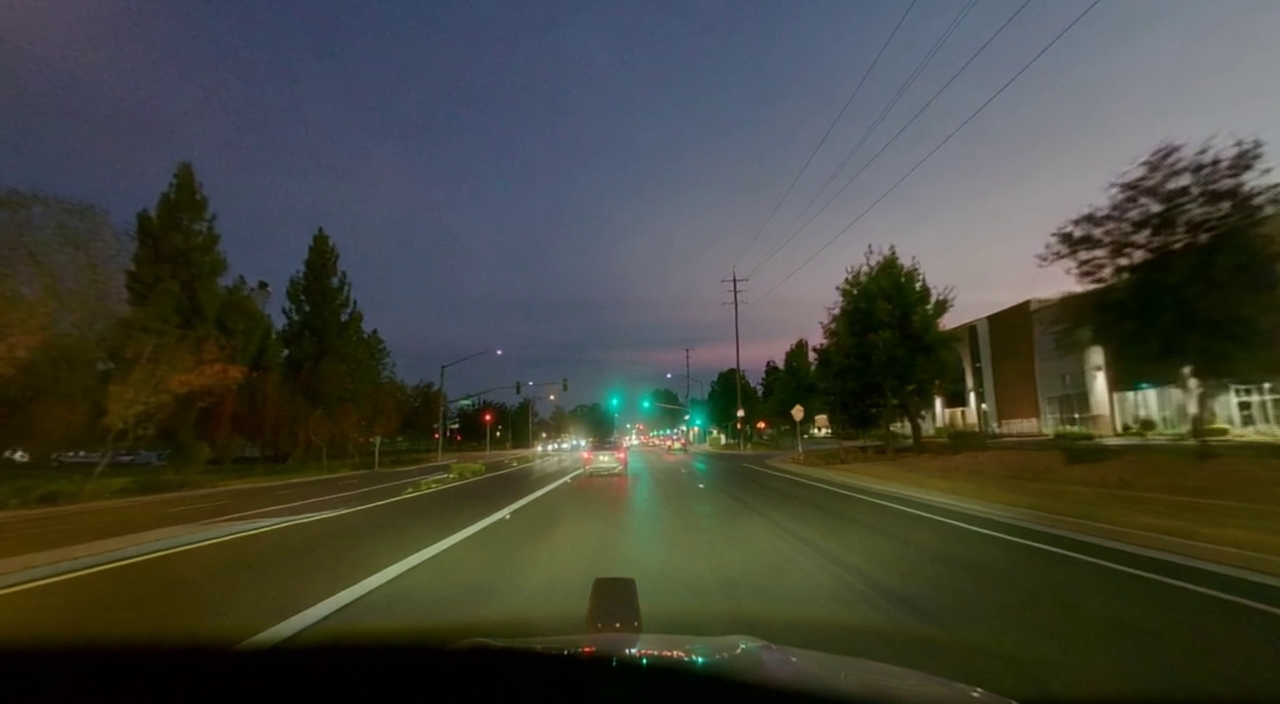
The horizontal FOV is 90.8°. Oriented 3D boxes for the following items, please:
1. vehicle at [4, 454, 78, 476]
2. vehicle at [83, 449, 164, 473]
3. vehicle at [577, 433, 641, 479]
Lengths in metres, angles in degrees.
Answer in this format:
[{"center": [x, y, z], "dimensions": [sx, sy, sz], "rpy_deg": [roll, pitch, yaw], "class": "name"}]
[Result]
[{"center": [-44.481, 8.386, 47.007], "dimensions": [1.768, 1.441, 3.832], "rpy_deg": [0, -8, -1], "class": "vehicle"}, {"center": [-38.705, 8.144, 47.467], "dimensions": [2.026, 1.701, 4.536], "rpy_deg": [-1, -8, 4], "class": "vehicle"}, {"center": [-1.030, 3.691, 22.632], "dimensions": [2.075, 1.470, 3.962], "rpy_deg": [0, -8, -1], "class": "vehicle"}]
